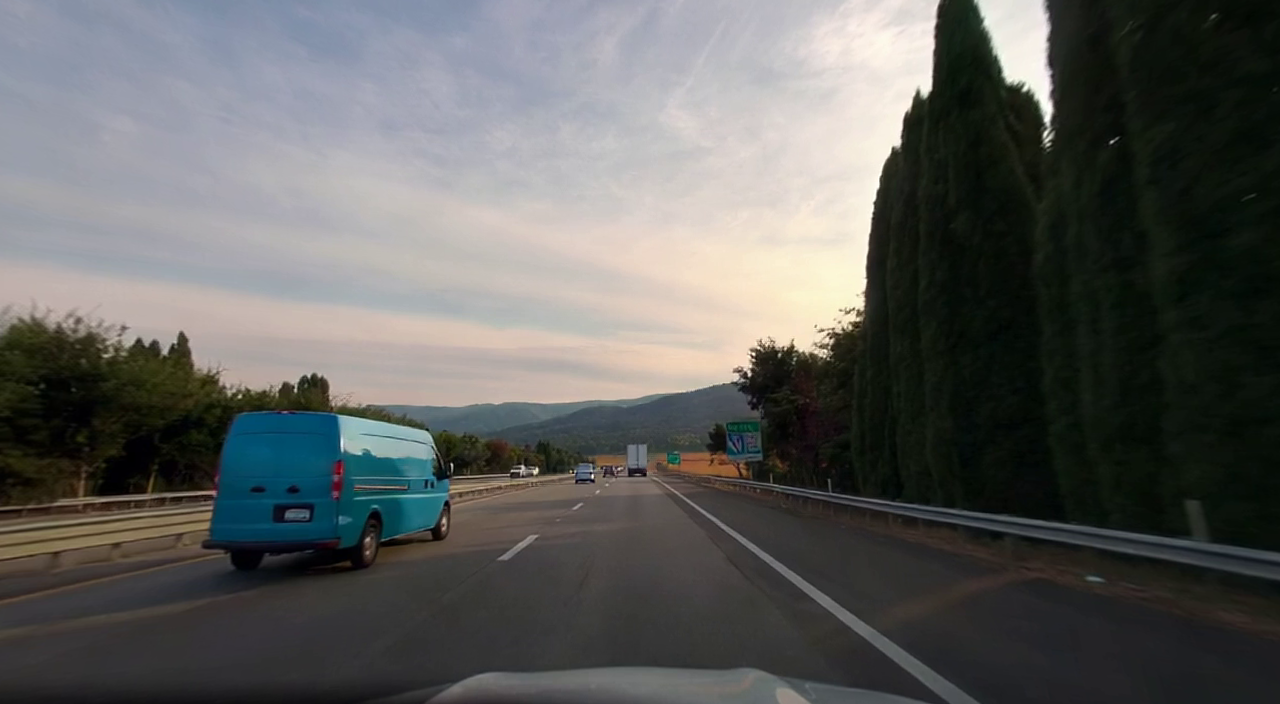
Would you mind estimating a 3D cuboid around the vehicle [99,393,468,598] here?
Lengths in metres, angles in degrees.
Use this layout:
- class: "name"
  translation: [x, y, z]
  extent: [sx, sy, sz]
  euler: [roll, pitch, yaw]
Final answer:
- class: "vehicle"
  translation: [-4.131, 1.826, 8.594]
  extent: [2.208, 1.973, 4.716]
  euler: [1, -10, 0]
